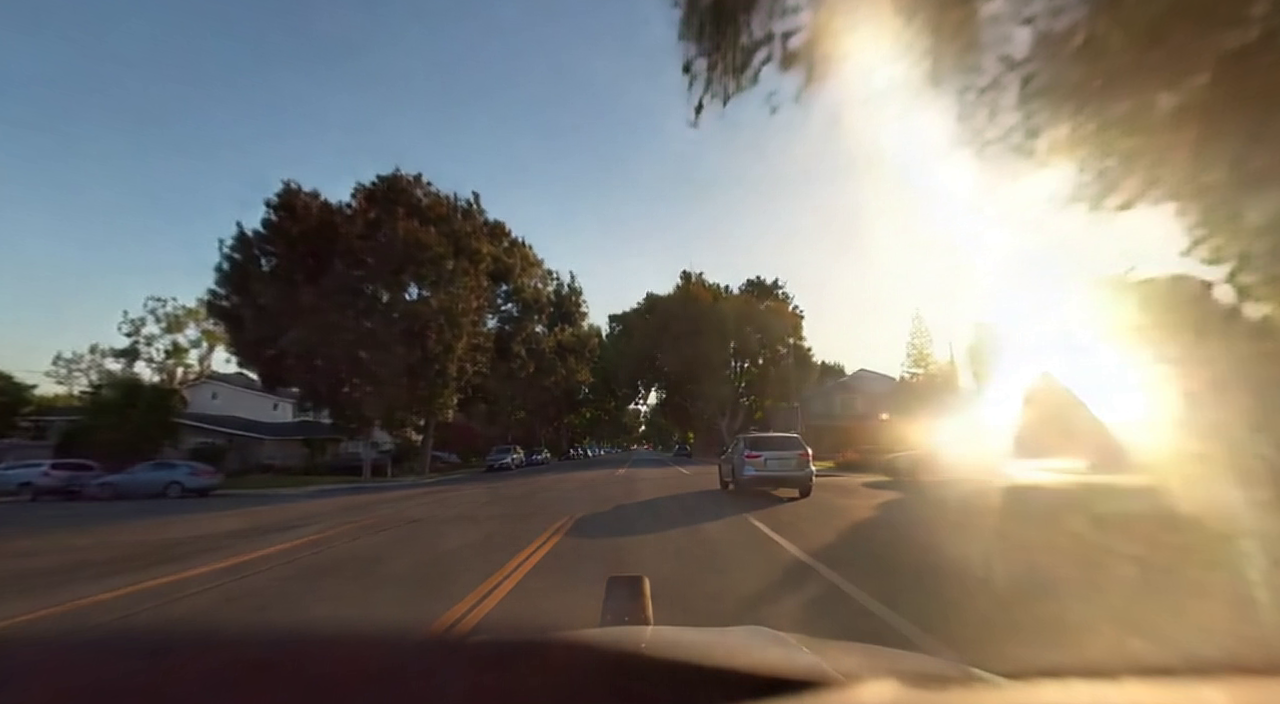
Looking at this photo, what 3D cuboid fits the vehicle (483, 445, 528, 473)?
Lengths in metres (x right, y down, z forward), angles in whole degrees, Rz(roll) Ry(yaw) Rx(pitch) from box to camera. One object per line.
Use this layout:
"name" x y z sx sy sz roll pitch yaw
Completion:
"vehicle" -10.243 8.178 48.478 2.261 1.851 5.724 -3 -8 -1

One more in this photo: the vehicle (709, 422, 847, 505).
"vehicle" 3.482 2.990 17.417 2.497 1.889 5.833 0 -8 0

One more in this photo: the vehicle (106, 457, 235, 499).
"vehicle" -20.135 5.410 27.167 3.986 1.665 1.888 0 -8 1

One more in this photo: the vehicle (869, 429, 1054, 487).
"vehicle" 11.600 3.847 23.005 5.539 1.729 2.145 -2 -8 -3

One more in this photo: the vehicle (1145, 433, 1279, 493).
"vehicle" 16.440 3.025 17.342 3.467 1.520 1.801 0 -8 1

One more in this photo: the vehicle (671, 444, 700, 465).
"vehicle" 3.325 7.599 46.920 1.956 1.492 4.425 -1 -8 2

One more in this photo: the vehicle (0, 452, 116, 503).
"vehicle" -26.359 5.346 27.029 5.604 2.035 2.291 0 -9 0
